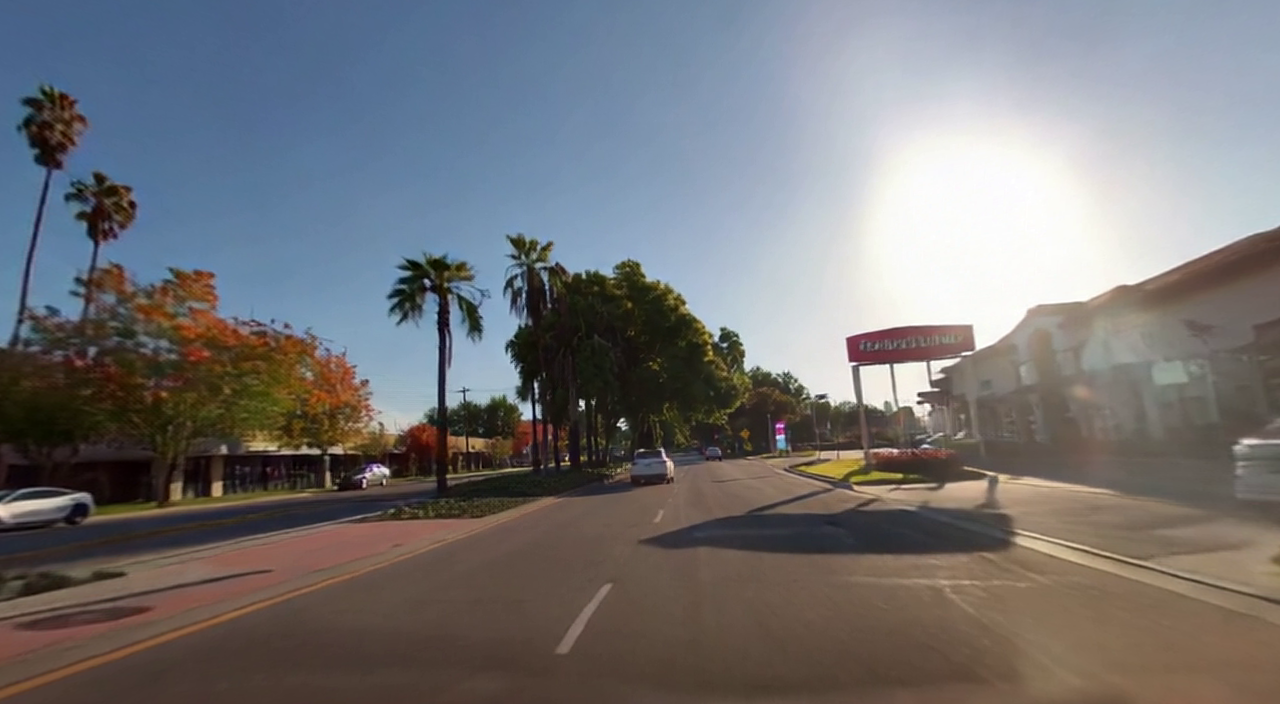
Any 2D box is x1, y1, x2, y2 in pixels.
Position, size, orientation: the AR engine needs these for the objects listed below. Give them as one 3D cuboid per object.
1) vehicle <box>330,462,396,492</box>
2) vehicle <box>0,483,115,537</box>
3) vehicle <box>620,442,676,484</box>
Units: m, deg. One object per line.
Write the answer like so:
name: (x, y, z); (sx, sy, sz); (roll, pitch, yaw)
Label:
vehicle: (-20.186, 9.106, 46.326); (2.294, 1.935, 4.783); (-1, -9, 5)
vehicle: (-22.140, 5.675, 22.997); (1.929, 1.552, 4.488); (-1, -9, 4)
vehicle: (0.450, 5.092, 29.303); (2.147, 1.745, 4.648); (-1, -9, 6)
